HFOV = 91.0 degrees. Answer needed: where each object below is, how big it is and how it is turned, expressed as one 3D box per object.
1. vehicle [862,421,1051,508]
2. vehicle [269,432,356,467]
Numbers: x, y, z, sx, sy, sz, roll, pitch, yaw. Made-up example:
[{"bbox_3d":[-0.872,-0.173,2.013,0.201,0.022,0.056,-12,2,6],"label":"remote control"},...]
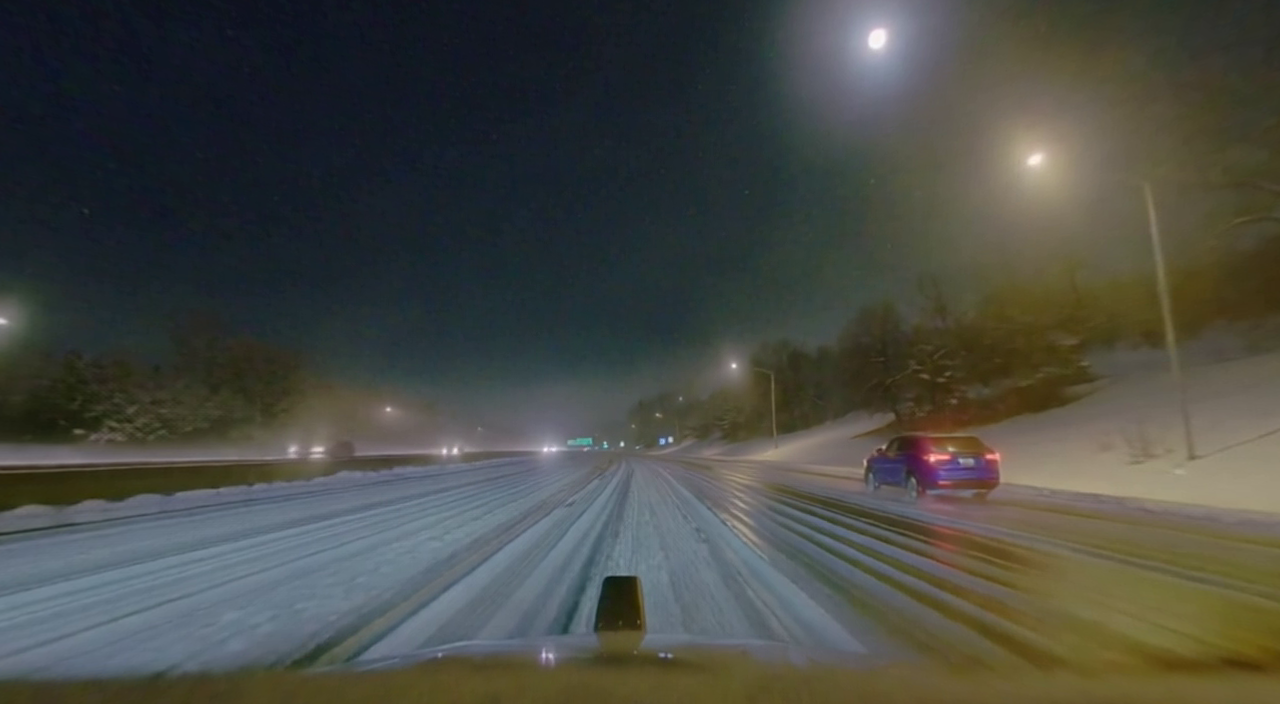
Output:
[{"bbox_3d":[7.094,2.577,14.774,2.091,1.711,4.383,0,-9,-1],"label":"vehicle"},{"bbox_3d":[-19.332,5.796,37.503,2.232,1.919,5.412,0,-9,0],"label":"vehicle"}]
